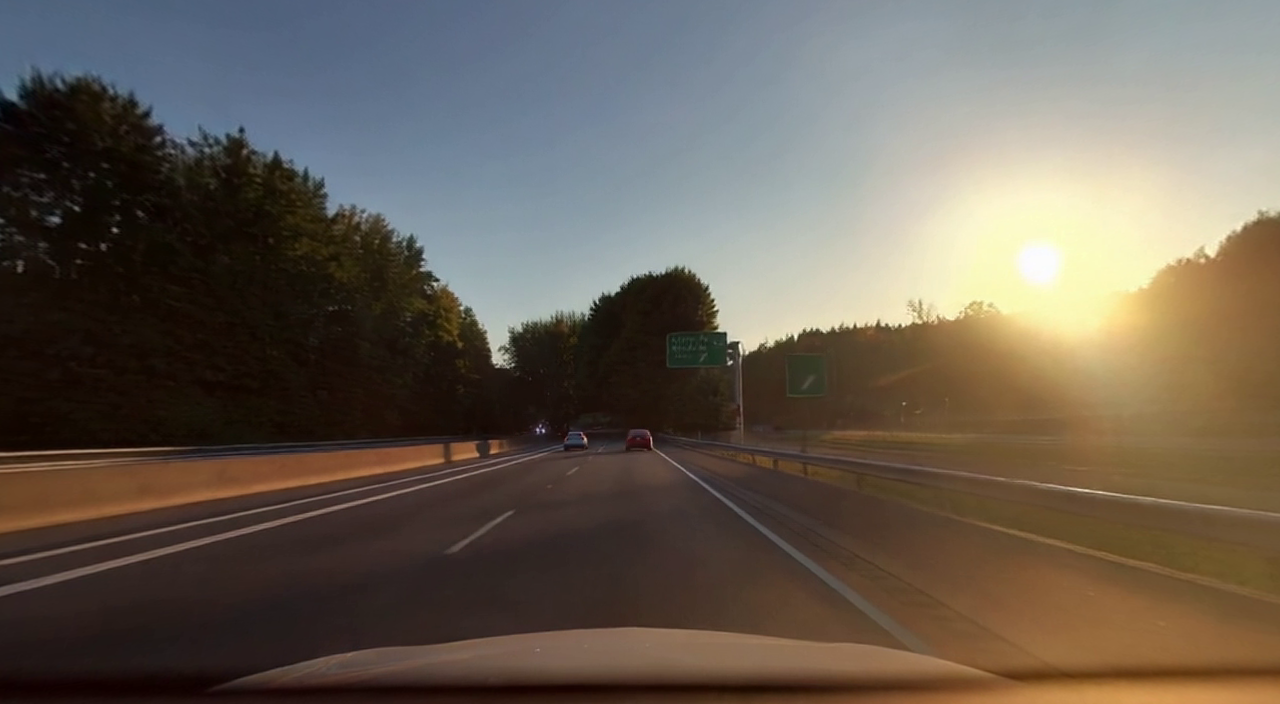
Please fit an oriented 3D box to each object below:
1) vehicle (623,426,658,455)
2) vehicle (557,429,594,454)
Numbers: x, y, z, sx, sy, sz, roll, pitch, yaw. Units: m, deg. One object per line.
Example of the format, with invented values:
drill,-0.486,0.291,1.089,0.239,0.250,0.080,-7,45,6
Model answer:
vehicle,0.015,5.826,41.584,2.170,1.790,4.490,0,-8,-1
vehicle,-4.304,6.039,42.705,2.055,1.610,4.116,0,-8,0
